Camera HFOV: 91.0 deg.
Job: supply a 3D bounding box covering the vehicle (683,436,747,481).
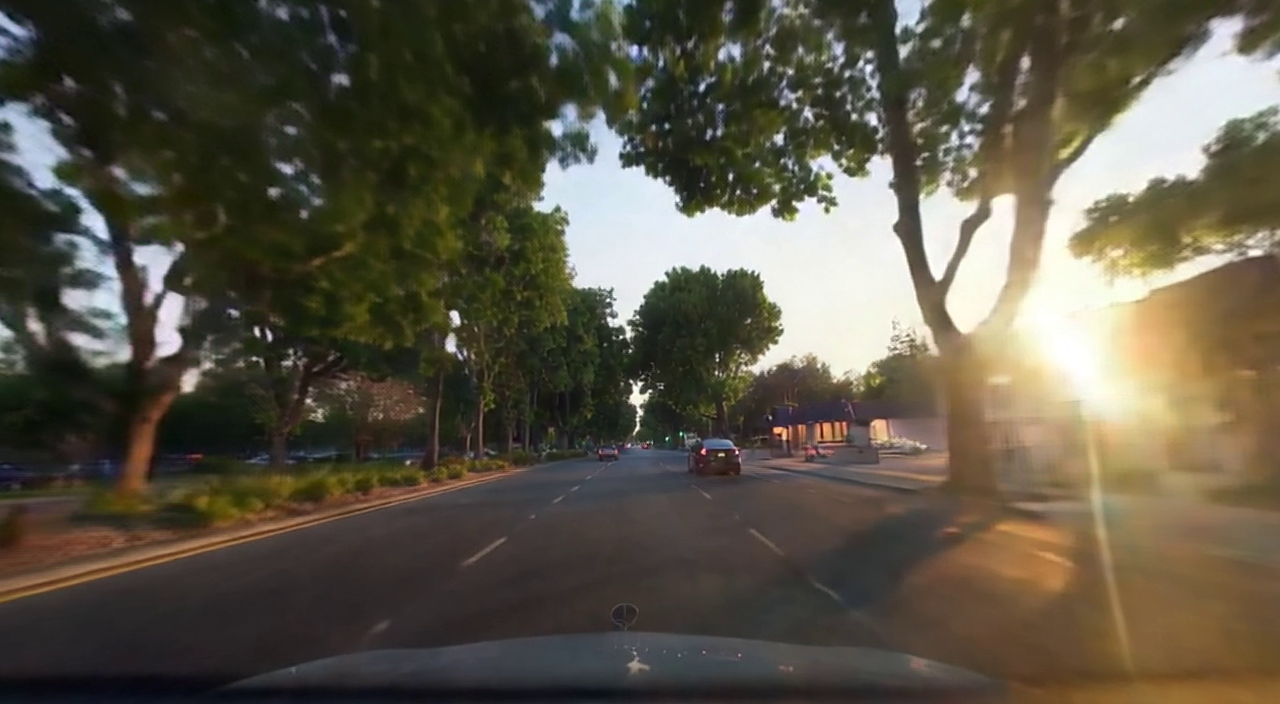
[{"bbox_3d":[3.046,4.441,26.586,2.083,1.743,4.354,0,-8,-1],"label":"vehicle"}]
